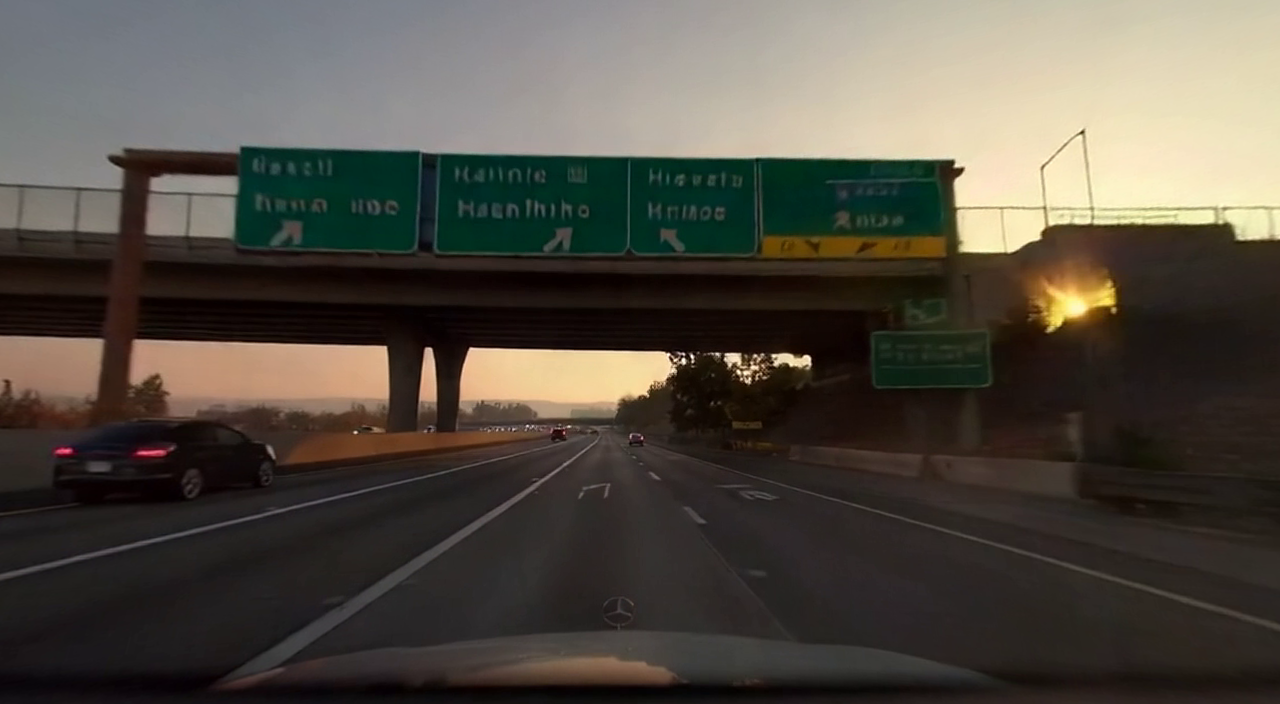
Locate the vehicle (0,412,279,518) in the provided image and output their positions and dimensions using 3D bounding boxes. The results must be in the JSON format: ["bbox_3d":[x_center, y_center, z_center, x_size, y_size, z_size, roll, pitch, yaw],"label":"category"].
[{"bbox_3d":[-8.997,1.992,11.689,1.828,1.549,4.846,0,-8,-2],"label":"vehicle"}]
